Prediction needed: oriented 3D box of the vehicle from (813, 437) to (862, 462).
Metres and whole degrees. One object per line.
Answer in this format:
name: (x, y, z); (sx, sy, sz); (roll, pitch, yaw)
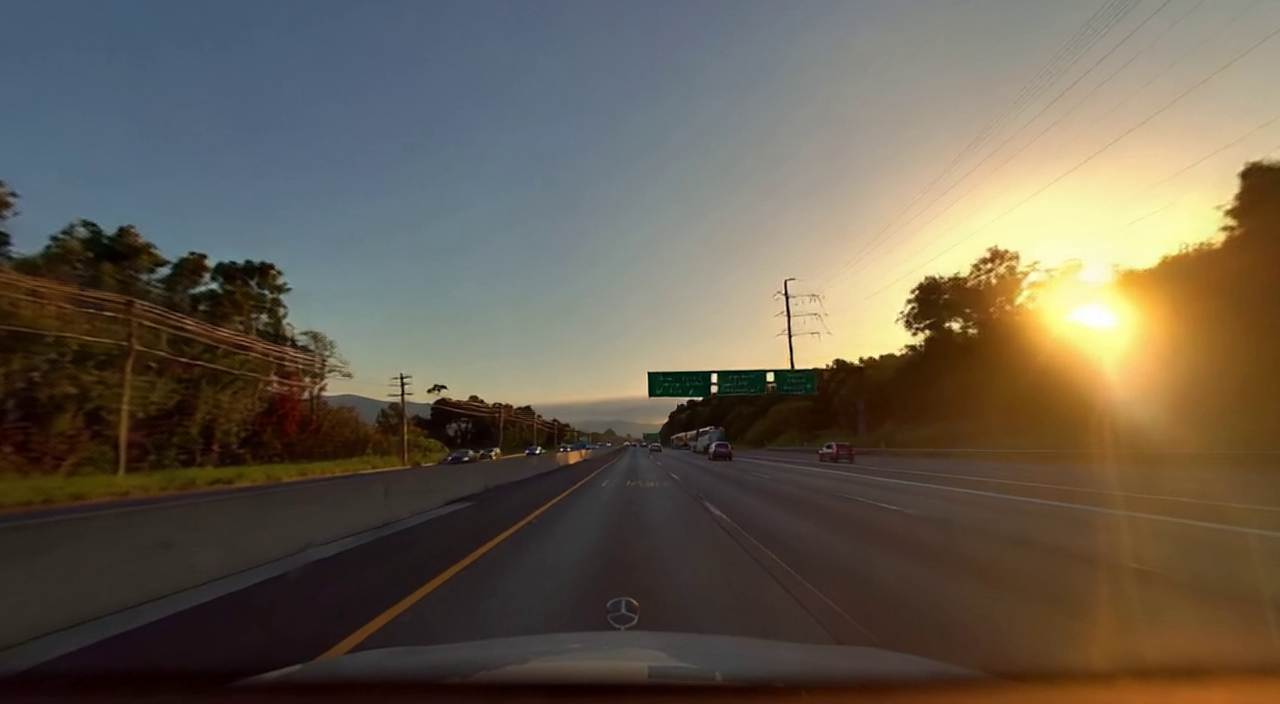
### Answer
vehicle: (14.385, 7.138, 46.197); (2.079, 1.688, 4.544); (0, -8, 0)
